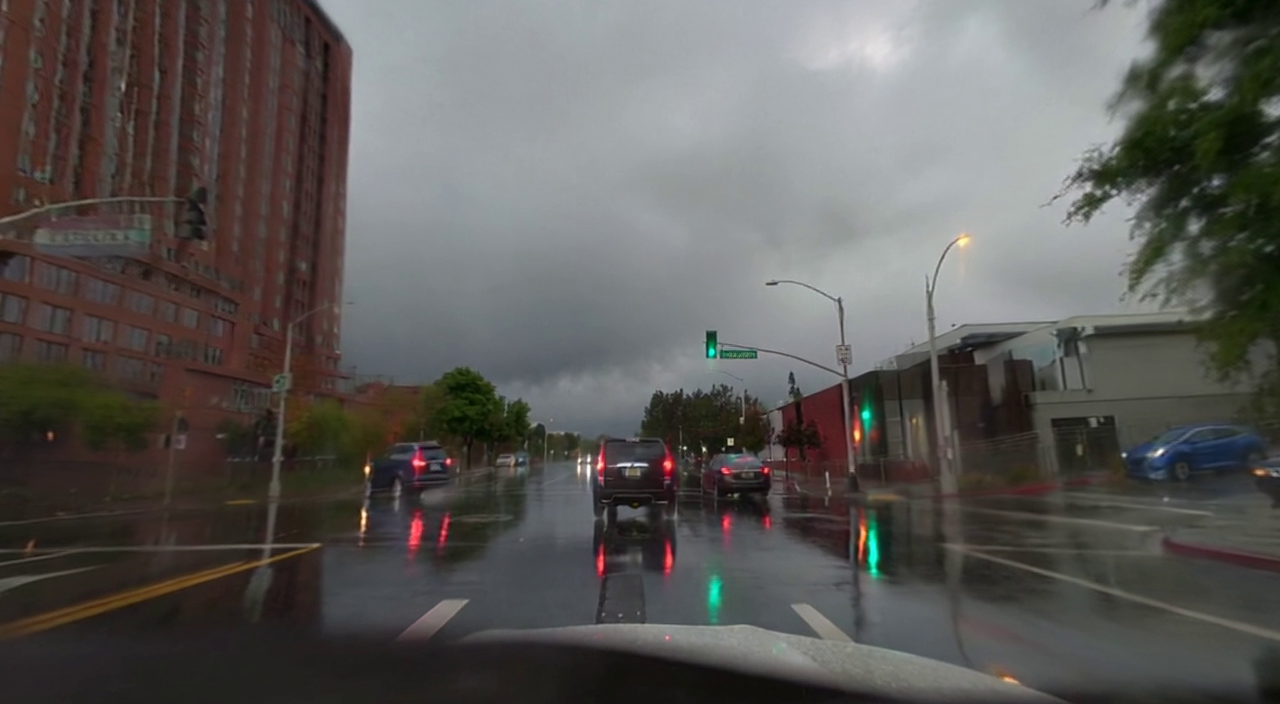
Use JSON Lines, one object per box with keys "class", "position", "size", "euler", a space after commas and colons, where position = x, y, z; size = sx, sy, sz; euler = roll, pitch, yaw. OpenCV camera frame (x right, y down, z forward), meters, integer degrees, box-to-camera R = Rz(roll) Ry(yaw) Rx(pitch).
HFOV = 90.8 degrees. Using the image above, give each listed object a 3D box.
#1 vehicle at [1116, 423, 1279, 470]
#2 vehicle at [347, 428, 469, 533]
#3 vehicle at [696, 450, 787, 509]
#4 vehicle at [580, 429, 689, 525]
{"class": "vehicle", "position": [20.936, 3.551, 23.819], "size": [4.355, 1.663, 1.948], "euler": [0, -9, 0]}
{"class": "vehicle", "position": [-5.043, 2.585, 13.369], "size": [1.855, 1.812, 4.244], "euler": [4, -9, -26]}
{"class": "vehicle", "position": [2.798, 3.615, 18.355], "size": [1.852, 1.462, 4.155], "euler": [0, -8, -1]}
{"class": "vehicle", "position": [-0.164, 2.761, 14.552], "size": [2.105, 1.842, 4.537], "euler": [0, -8, -2]}
